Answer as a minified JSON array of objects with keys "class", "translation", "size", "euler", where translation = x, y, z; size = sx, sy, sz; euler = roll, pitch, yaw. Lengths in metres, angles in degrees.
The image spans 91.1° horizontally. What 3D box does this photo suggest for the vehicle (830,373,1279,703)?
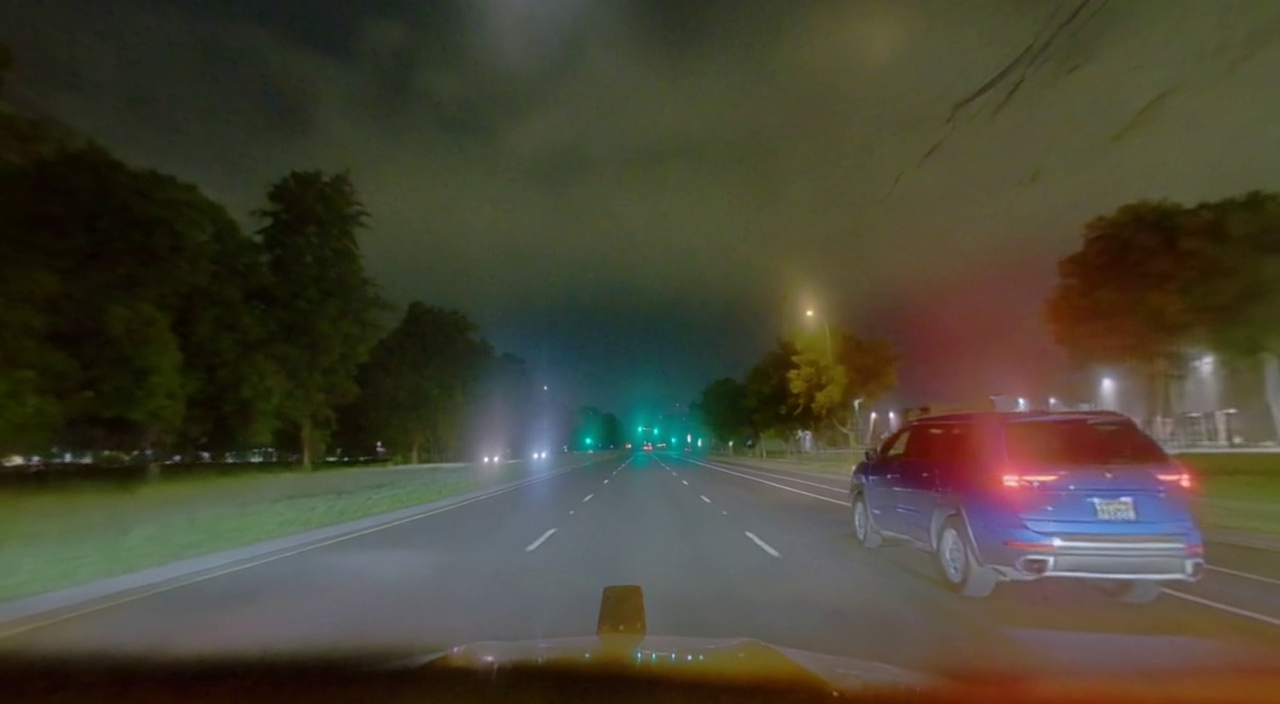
[{"class":"vehicle","translation":[3.612,1.358,5.841],"size":[2.087,1.759,5.040],"euler":[0,-8,0]}]
